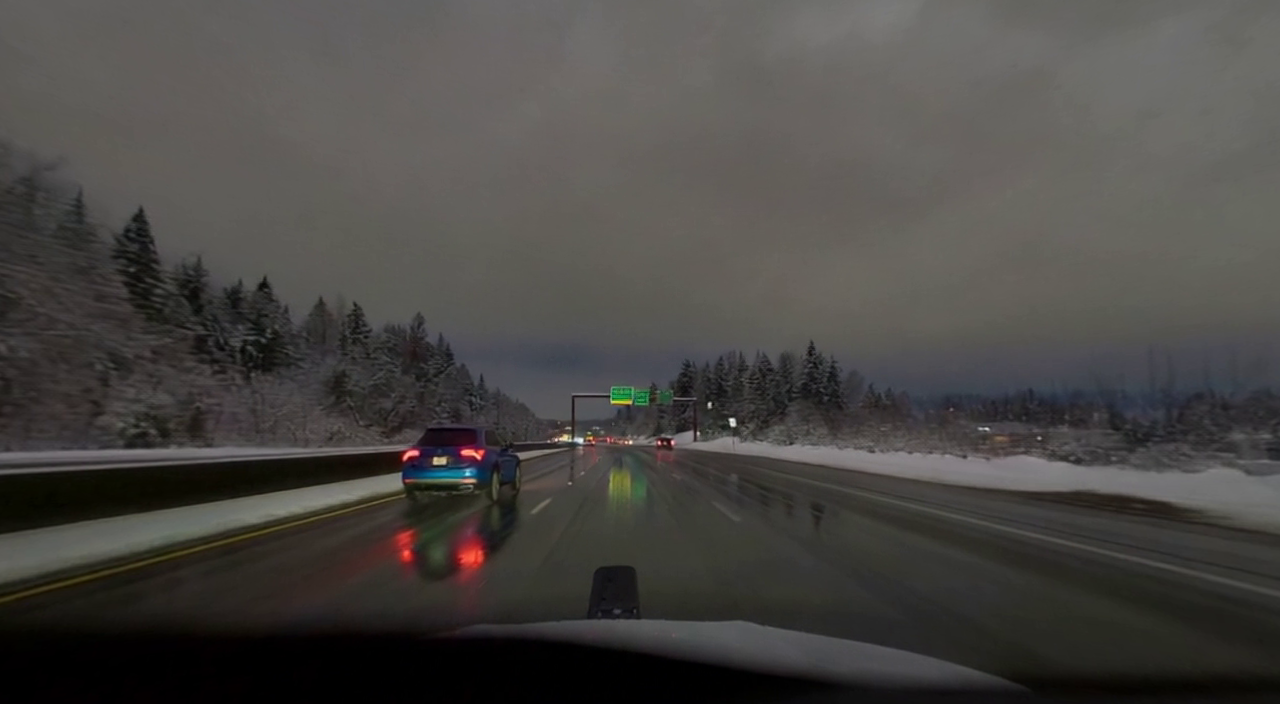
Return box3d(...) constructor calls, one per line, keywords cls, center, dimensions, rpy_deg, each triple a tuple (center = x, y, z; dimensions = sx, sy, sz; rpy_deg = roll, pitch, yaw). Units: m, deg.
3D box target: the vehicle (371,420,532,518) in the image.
box3d(cls="vehicle", center=(-3.612, 2.322, 13.007), dimensions=(2.074, 1.652, 4.273), rpy_deg=(0, -8, -1))
